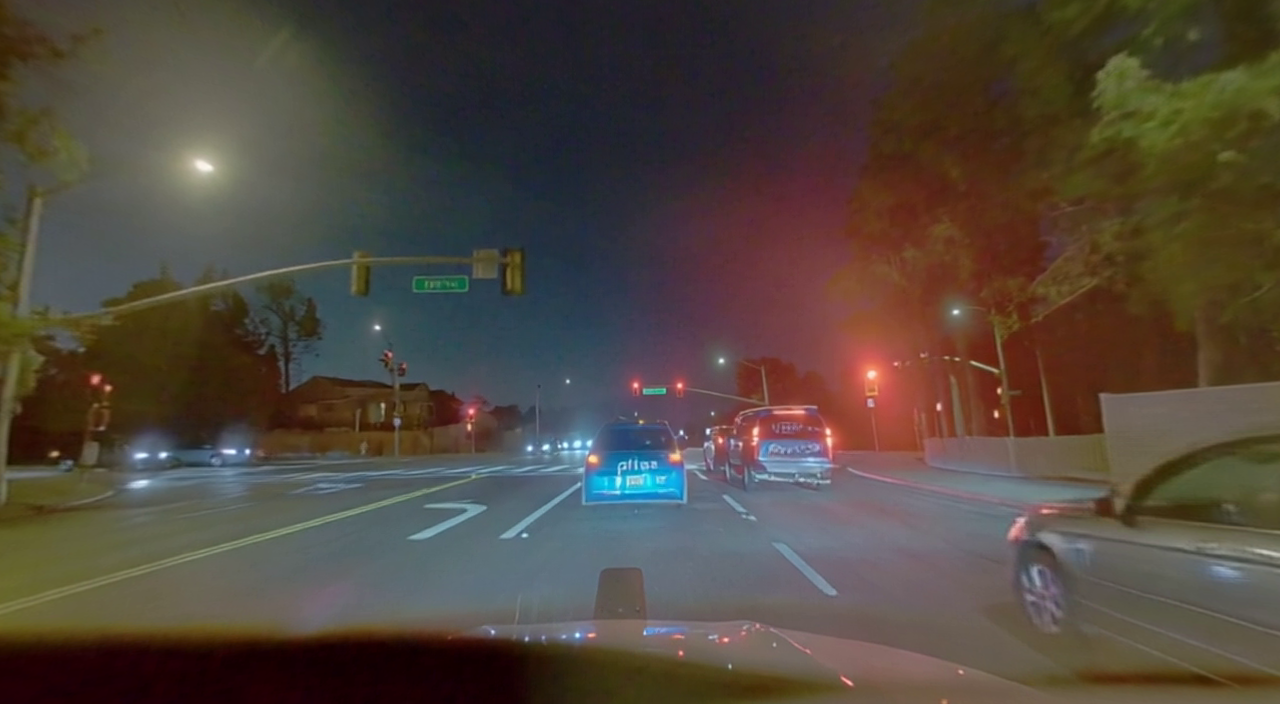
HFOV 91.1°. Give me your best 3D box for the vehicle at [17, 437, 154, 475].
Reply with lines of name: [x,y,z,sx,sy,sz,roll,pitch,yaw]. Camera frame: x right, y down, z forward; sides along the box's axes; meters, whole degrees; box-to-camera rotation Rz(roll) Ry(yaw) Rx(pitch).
vehicle: [-28.330,5.320,32.233,4.757,1.841,2.121,1,-8,-7]

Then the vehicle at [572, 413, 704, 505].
vehicle: [-0.013,2.200,13.322,2.321,1.624,4.367,0,-8,1]

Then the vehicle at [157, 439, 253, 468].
vehicle: [-25.168,5.859,36.444,4.073,1.603,1.920,1,-8,-8]

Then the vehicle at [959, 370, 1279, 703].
vehicle: [3.271,0.813,2.168,1.934,1.506,4.544,0,-8,0]

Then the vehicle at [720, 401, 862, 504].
vehicle: [3.106,2.181,13.946,2.059,1.924,4.257,0,-8,0]
